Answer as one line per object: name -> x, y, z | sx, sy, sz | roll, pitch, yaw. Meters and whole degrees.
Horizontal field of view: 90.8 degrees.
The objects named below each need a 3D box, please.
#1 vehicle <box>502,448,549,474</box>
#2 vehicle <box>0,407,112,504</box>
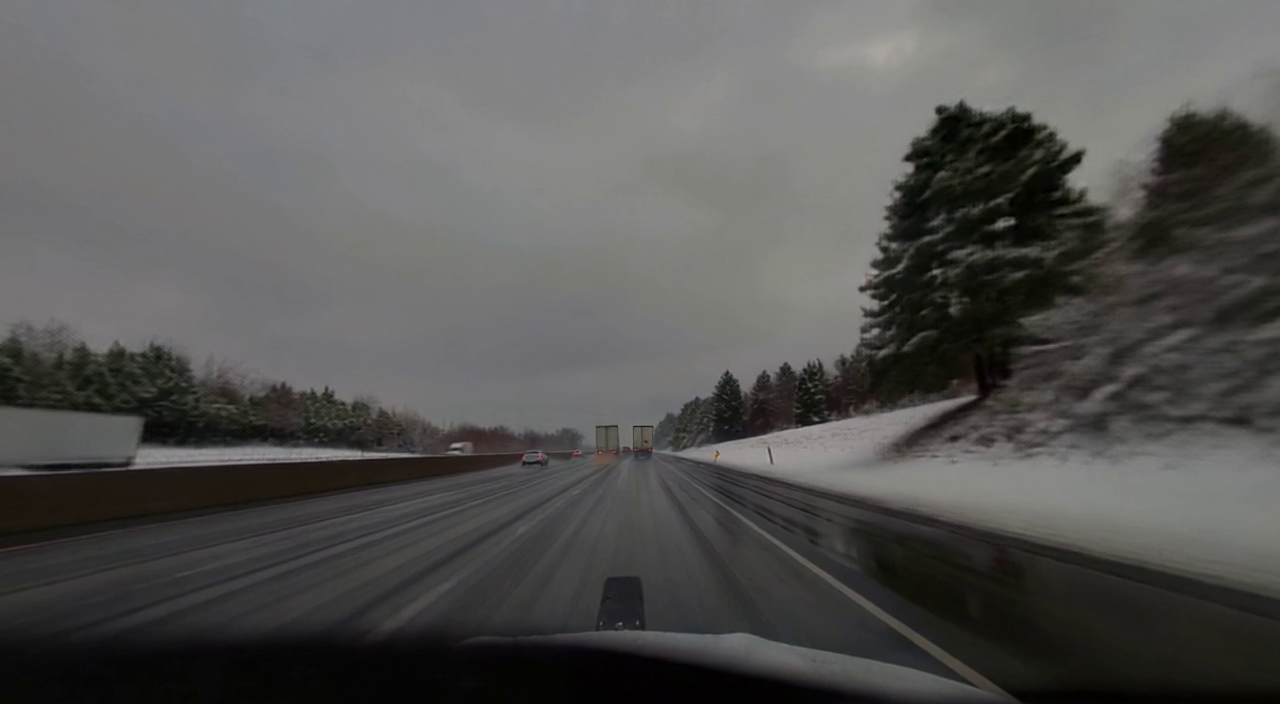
vehicle -> -7.195, 6.903, 40.168 | 2.036, 1.474, 5.011 | 0, -9, 0
vehicle -> -23.426, 3.470, 21.130 | 2.724, 3.282, 10.043 | 0, -9, 0
